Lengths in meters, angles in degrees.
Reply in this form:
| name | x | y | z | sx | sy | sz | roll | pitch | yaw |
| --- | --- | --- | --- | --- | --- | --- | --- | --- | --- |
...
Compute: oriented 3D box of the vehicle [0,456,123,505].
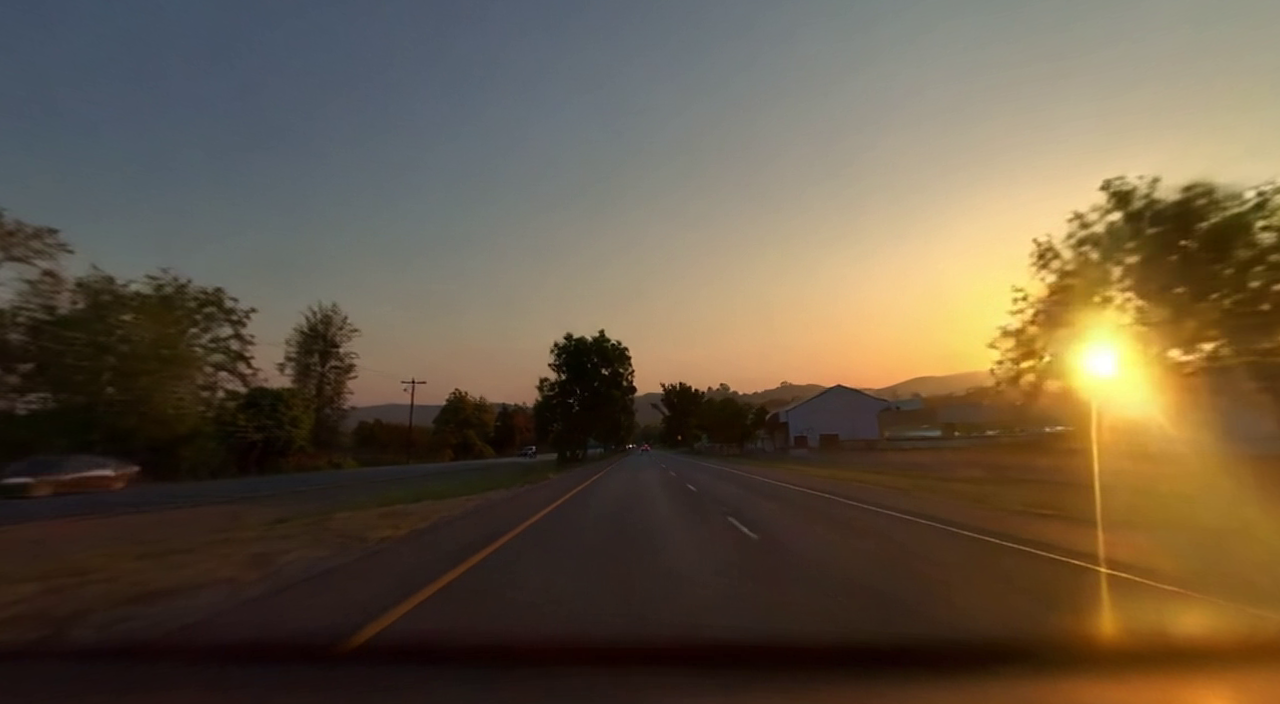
| name | x | y | z | sx | sy | sz | roll | pitch | yaw |
| --- | --- | --- | --- | --- | --- | --- | --- | --- | --- |
| vehicle | -21.433 | 4.515 | 22.546 | 1.913 | 1.457 | 4.700 | 0 | -9 | 0 |
